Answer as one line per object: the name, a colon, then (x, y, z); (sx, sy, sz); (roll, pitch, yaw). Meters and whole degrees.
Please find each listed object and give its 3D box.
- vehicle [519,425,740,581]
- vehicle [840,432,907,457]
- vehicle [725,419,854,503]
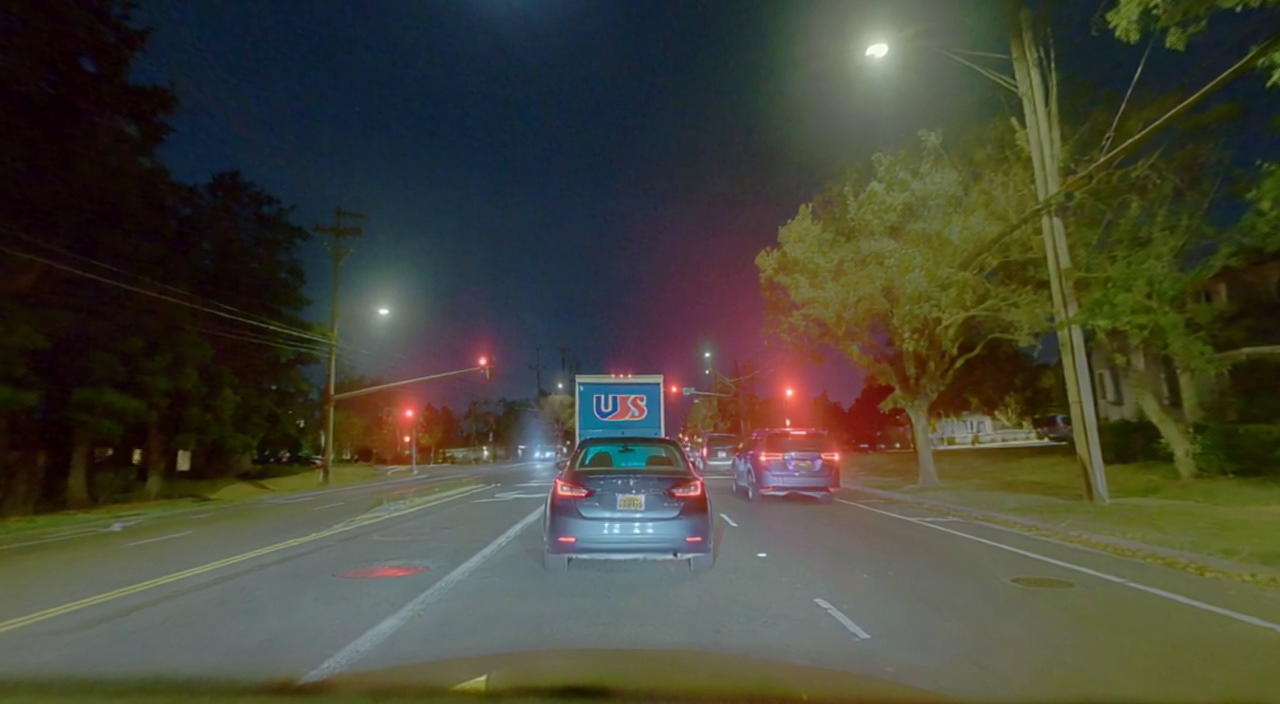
vehicle: (-0.149, 1.775, 8.291); (2.135, 1.483, 4.207); (0, -8, -1)
vehicle: (16.704, 6.627, 45.252); (4.033, 1.778, 2.015); (2, -9, -15)
vehicle: (3.625, 2.747, 16.311); (2.145, 1.847, 4.524); (0, -8, -1)
